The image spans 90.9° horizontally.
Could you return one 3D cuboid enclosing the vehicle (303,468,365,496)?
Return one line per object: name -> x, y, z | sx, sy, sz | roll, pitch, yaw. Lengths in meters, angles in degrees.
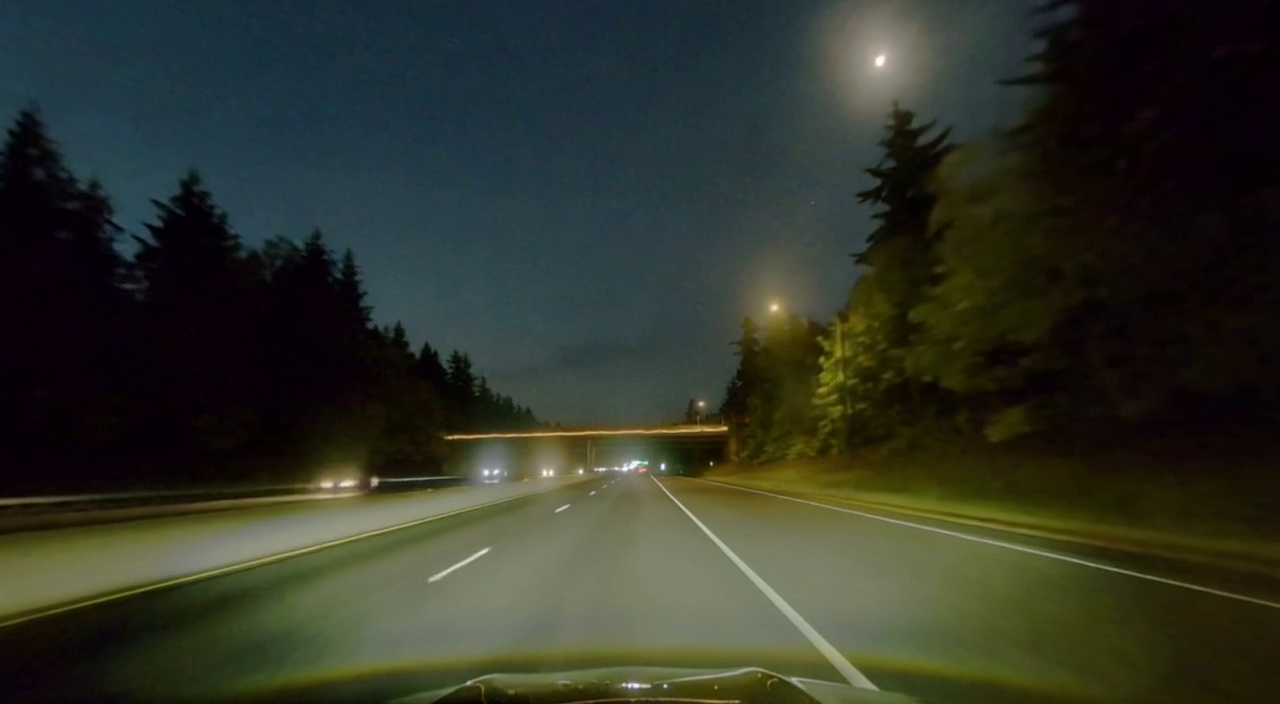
vehicle -> -17.082, 7.286, 35.364 | 1.699, 1.445, 3.430 | 0, -10, 1
